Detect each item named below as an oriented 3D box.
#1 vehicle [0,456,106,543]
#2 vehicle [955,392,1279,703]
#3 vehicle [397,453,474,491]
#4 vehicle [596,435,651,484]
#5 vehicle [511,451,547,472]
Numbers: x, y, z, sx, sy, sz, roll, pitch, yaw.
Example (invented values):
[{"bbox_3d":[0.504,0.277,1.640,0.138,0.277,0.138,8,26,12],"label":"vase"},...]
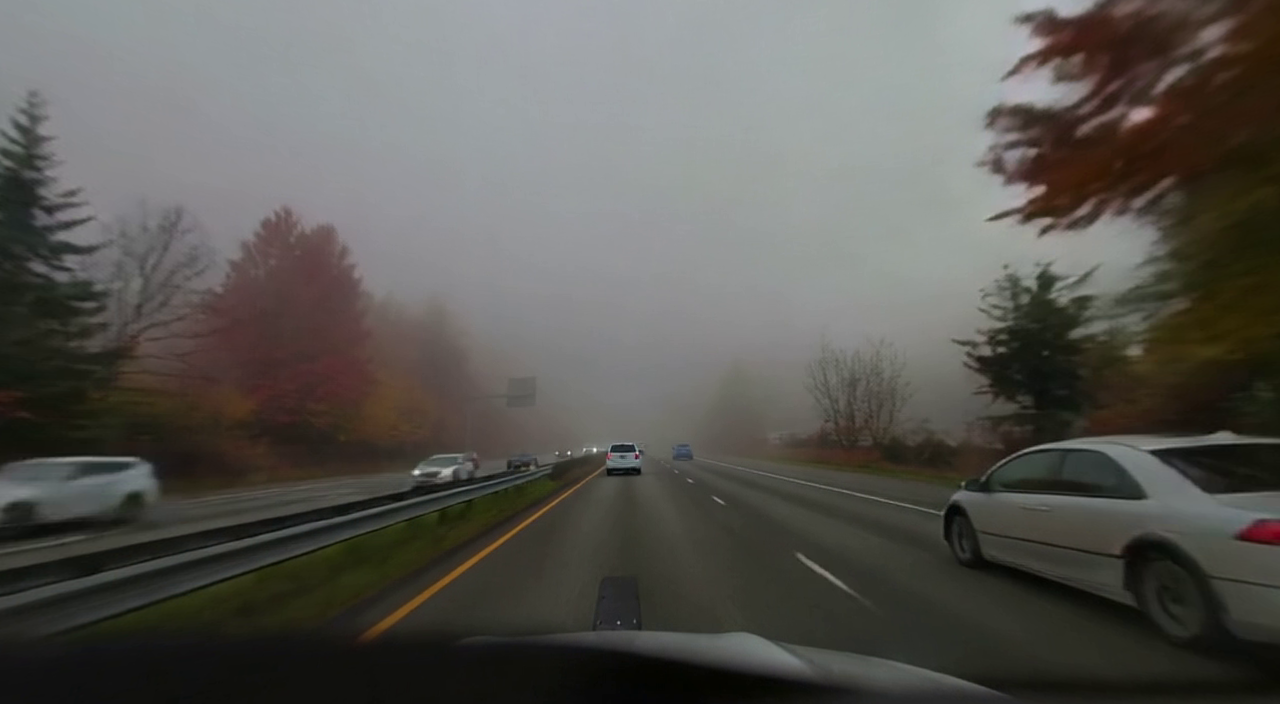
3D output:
[{"bbox_3d":[-13.117,2.860,12.101,1.914,1.600,4.188,0,-9,0],"label":"vehicle"},{"bbox_3d":[3.952,1.055,3.715,1.843,1.505,4.339,0,-9,-1],"label":"vehicle"},{"bbox_3d":[-9.046,5.316,28.137,1.960,1.514,4.307,0,-9,0],"label":"vehicle"},{"bbox_3d":[-0.597,4.110,24.272,1.937,1.699,3.936,0,-9,0],"label":"vehicle"},{"bbox_3d":[-8.504,8.360,48.252,1.950,1.479,4.517,-1,-9,0],"label":"vehicle"}]
